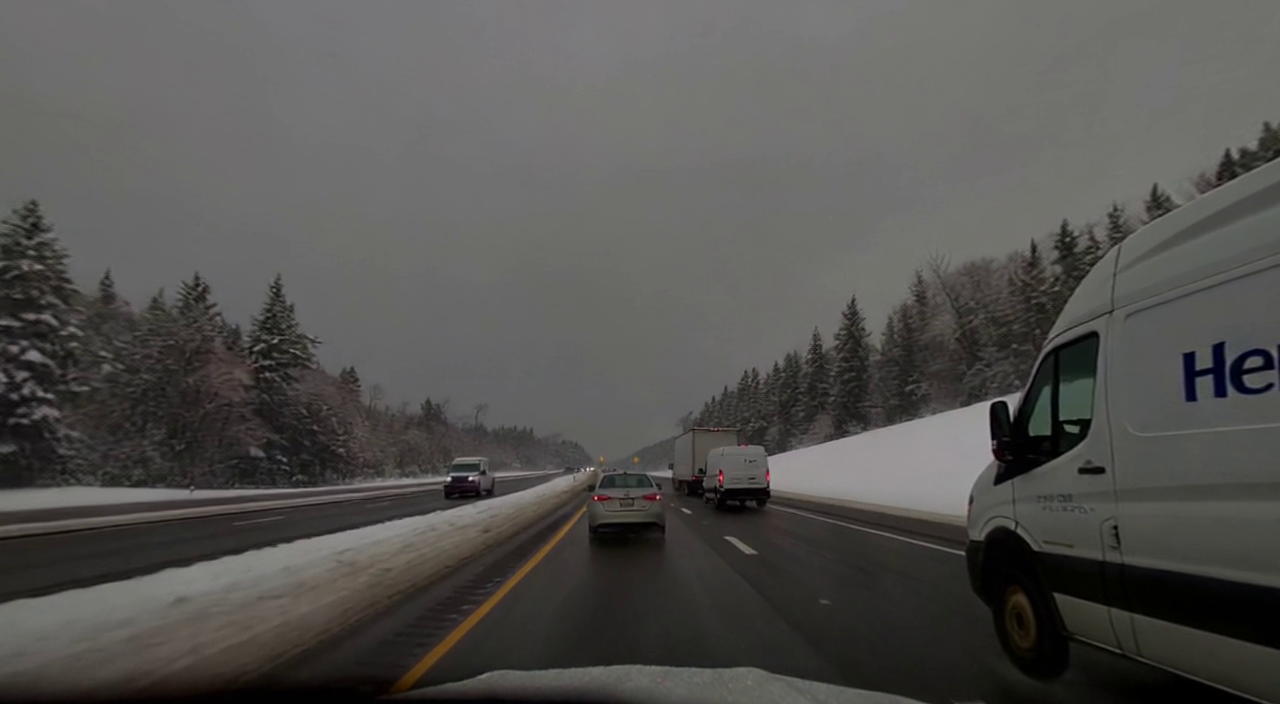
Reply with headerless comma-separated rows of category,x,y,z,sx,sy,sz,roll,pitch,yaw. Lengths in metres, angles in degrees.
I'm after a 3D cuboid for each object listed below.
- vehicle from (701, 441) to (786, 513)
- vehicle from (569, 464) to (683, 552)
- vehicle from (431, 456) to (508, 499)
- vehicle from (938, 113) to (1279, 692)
vehicle,4.003,5.010,25.436,2.328,2.537,5.290,1,-11,-2
vehicle,-0.252,3.046,12.758,1.980,1.493,3.410,1,-11,-1
vehicle,-6.834,5.096,25.711,2.012,1.601,4.042,1,-11,0
vehicle,5.627,0.315,3.992,2.890,3.726,9.269,1,-11,0
